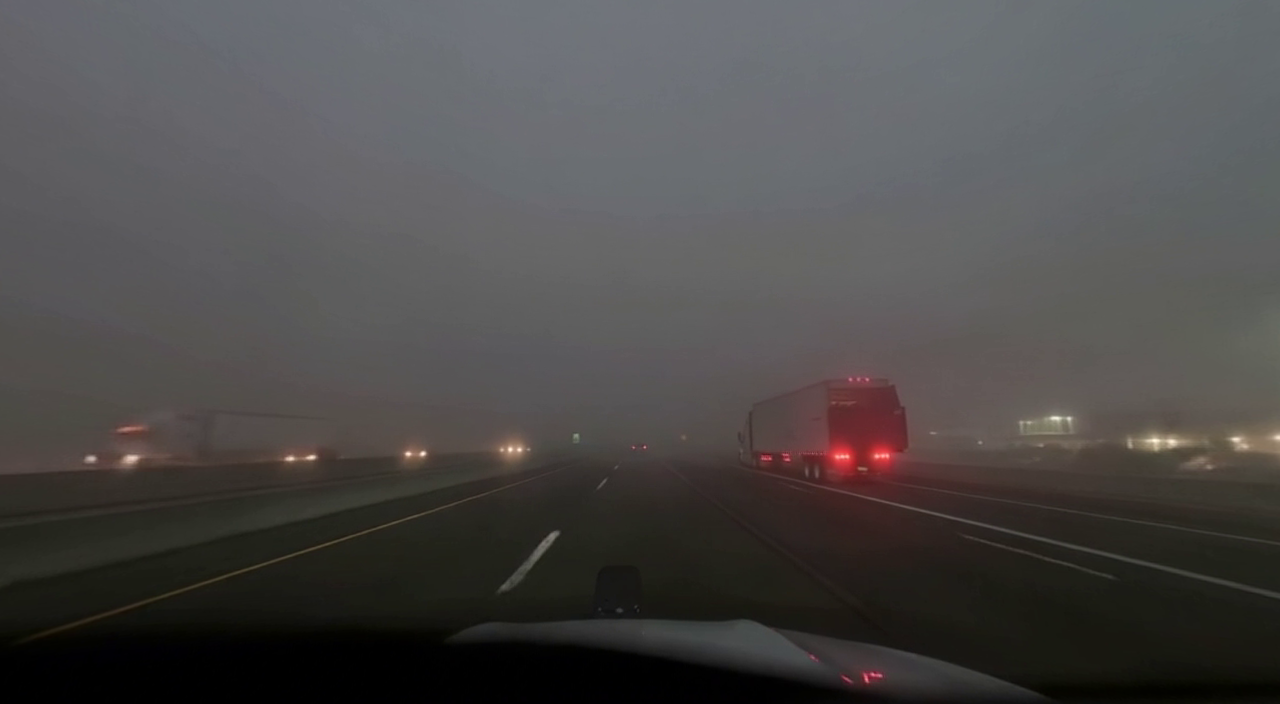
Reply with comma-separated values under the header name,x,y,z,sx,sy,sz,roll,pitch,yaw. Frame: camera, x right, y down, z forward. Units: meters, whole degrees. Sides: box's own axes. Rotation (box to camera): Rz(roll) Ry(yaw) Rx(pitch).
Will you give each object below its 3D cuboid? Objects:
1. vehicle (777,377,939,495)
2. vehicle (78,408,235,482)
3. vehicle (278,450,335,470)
name,x,y,z,sx,sy,sz,roll,pitch,yaw
vehicle,6.810,2.856,21.248,2.793,3.204,7.997,0,-8,2
vehicle,-29.111,5.668,38.664,3.031,4.002,8.091,0,-8,0
vehicle,-25.310,8.209,48.104,1.925,1.440,4.339,0,-8,1
